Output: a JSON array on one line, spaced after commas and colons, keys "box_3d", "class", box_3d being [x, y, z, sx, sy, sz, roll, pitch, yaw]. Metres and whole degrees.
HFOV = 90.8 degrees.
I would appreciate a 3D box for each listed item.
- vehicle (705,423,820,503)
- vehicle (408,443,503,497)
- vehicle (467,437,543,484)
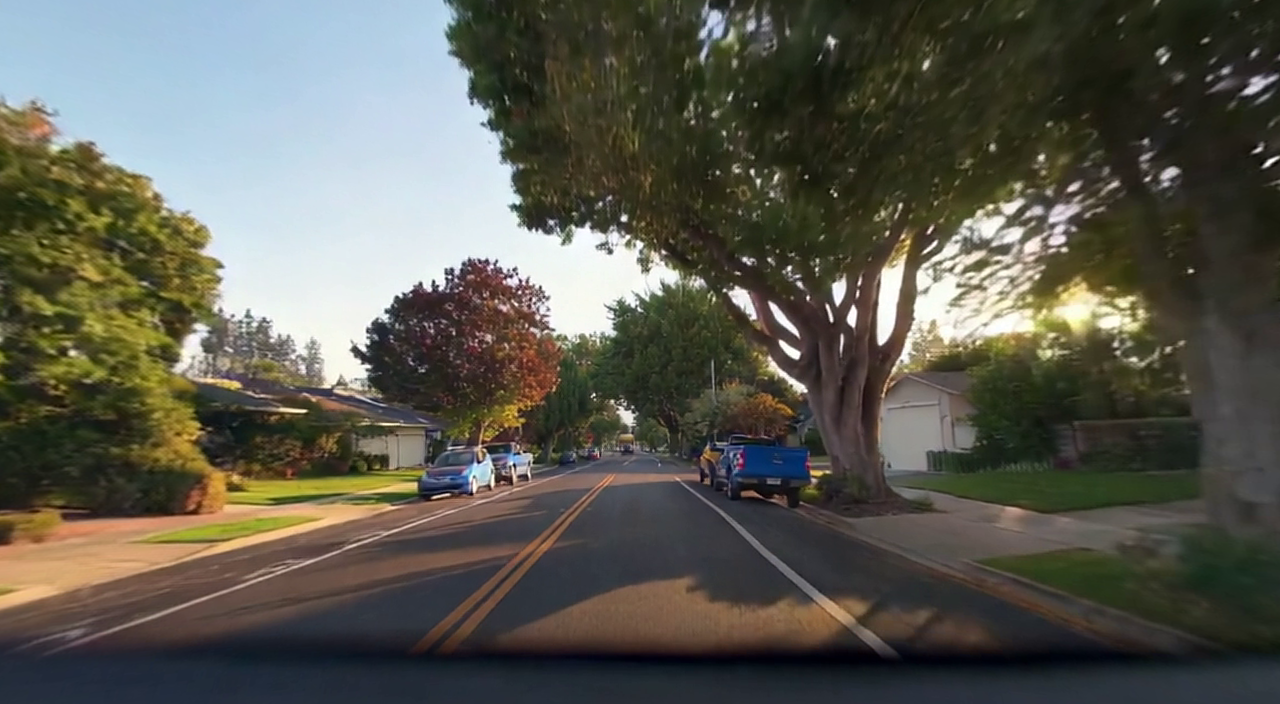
[{"box_3d": [3.483, 3.326, 19.380, 2.332, 2.044, 5.695, 0, -9, -1], "class": "vehicle"}, {"box_3d": [-6.831, 4.405, 24.104, 2.005, 1.785, 5.179, 0, -9, 0], "class": "vehicle"}, {"box_3d": [-6.434, 5.226, 30.910, 2.302, 2.059, 5.758, 0, -8, 1], "class": "vehicle"}]
